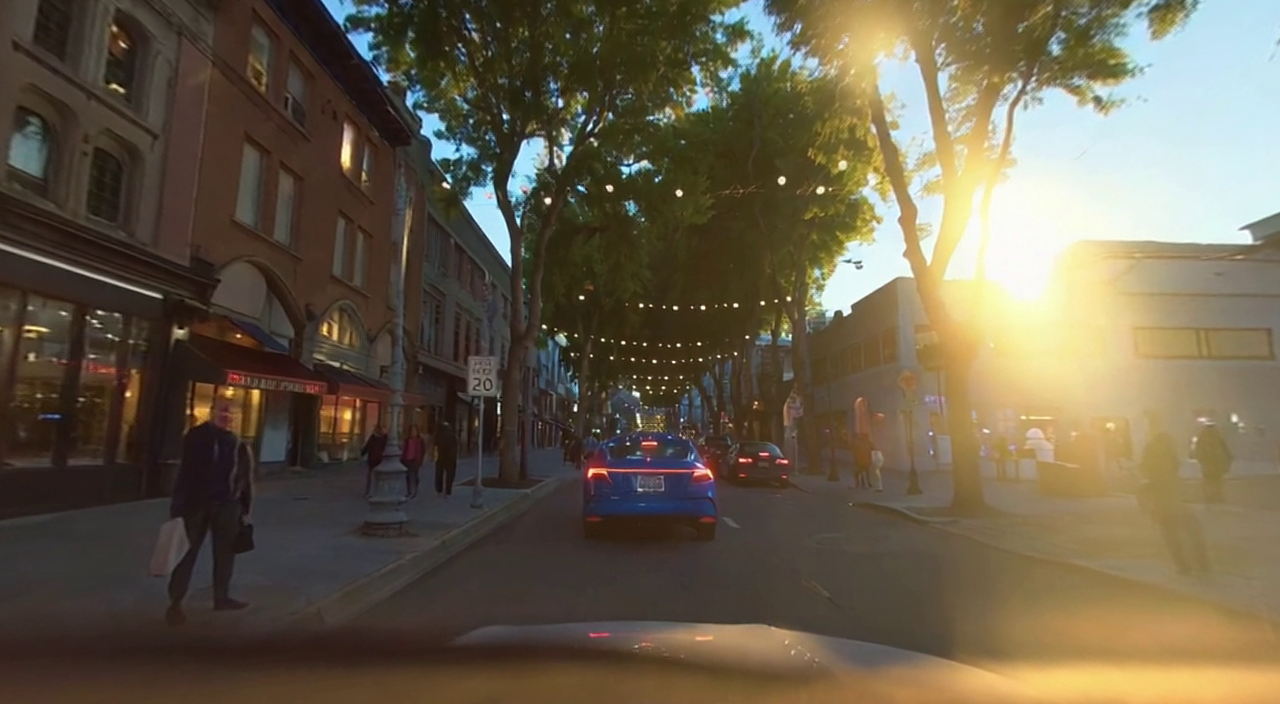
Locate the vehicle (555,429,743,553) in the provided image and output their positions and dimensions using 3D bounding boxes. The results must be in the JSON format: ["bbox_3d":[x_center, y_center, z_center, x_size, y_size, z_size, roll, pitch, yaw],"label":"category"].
[{"bbox_3d":[0.062,1.984,9.730,2.261,1.474,4.130,0,-9,-1],"label":"vehicle"}]

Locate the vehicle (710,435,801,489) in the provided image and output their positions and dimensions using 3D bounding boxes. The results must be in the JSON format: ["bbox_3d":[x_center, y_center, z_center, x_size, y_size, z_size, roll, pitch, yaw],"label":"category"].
[{"bbox_3d":[3.576,3.507,20.450,2.025,1.523,4.426,0,-9,-1],"label":"vehicle"}]
